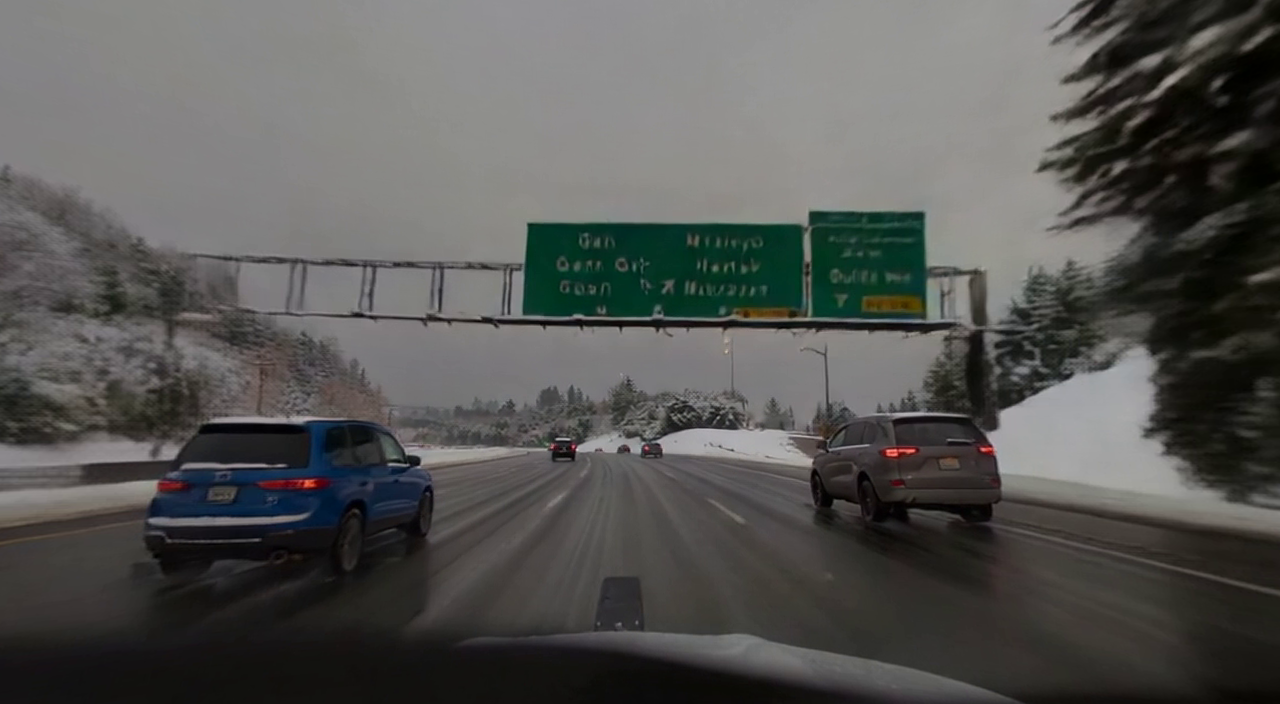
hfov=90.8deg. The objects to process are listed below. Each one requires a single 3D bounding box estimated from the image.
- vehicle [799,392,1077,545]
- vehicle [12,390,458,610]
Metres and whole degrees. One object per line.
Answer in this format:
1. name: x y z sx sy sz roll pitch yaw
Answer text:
1. vehicle: 4.372 1.820 10.430 2.103 1.903 4.837 0 -8 -2
2. vehicle: -3.926 1.524 7.453 2.213 1.766 4.598 0 -8 0
